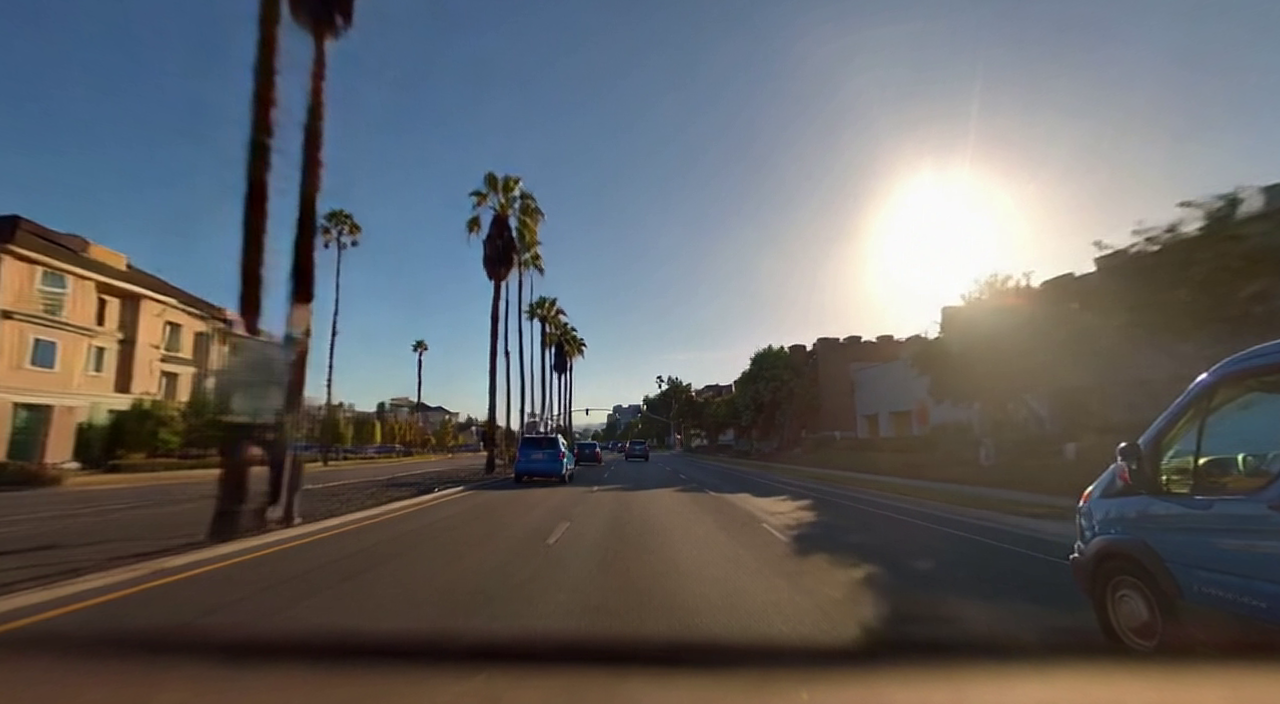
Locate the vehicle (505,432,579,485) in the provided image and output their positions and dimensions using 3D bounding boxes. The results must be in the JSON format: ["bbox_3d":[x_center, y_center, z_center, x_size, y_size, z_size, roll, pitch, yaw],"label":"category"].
[{"bbox_3d":[-3.409,3.801,22.709,1.967,1.703,4.157,0,-9,0],"label":"vehicle"}]

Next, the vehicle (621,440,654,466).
[{"bbox_3d":[-0.201,7.033,44.068,2.191,1.761,3.857,0,-9,-2],"label":"vehicle"}]

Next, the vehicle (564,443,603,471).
[{"bbox_3d":[-3.068,5.812,35.096,1.869,1.454,4.142,0,-9,-1],"label":"vehicle"}]

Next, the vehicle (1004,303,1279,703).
[{"bbox_3d":[3.752,0.681,2.028,2.234,1.912,4.847,0,-9,0],"label":"vehicle"}]
